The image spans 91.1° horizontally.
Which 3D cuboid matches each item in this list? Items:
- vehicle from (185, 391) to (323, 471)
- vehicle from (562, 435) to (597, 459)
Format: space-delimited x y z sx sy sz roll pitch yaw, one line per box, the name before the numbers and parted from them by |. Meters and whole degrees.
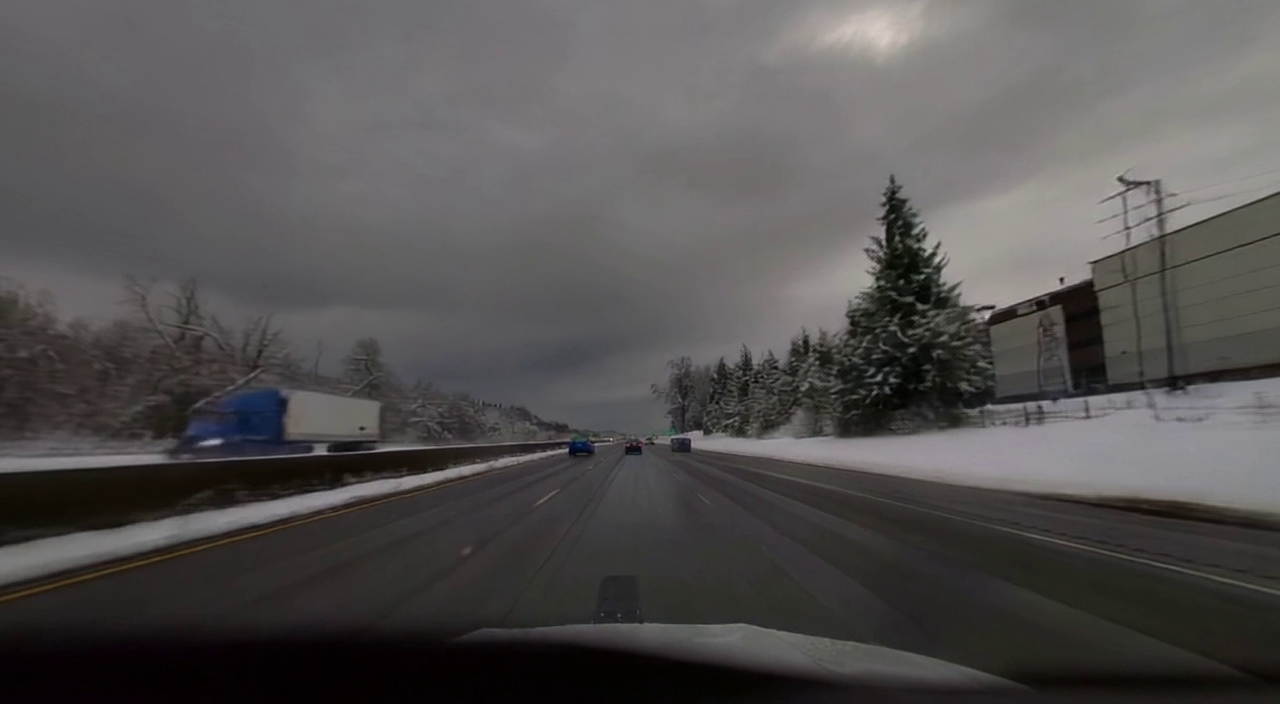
vehicle | -20.999 4.381 34.716 3.613 3.912 6.088 -1 -8 0
vehicle | -4.415 7.042 46.715 2.271 1.626 4.463 0 -8 -1
